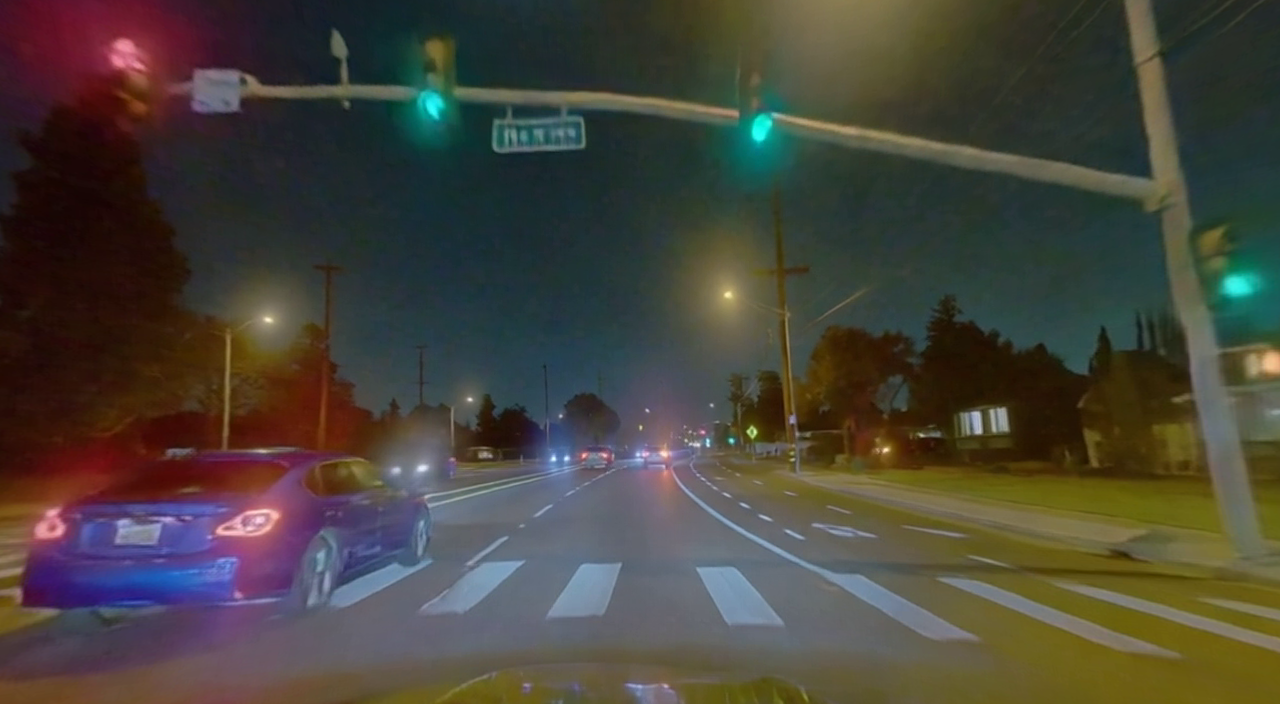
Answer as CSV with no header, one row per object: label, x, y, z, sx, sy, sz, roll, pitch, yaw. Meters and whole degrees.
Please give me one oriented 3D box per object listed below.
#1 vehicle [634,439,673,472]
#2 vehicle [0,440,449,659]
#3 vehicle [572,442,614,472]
vehicle,0.900,6.275,38.533,2.155,1.836,4.250,0,-9,4
vehicle,-3.609,1.633,6.422,1.901,1.409,4.442,0,-9,1
vehicle,-2.771,6.293,38.183,1.899,1.685,4.121,0,-9,4
